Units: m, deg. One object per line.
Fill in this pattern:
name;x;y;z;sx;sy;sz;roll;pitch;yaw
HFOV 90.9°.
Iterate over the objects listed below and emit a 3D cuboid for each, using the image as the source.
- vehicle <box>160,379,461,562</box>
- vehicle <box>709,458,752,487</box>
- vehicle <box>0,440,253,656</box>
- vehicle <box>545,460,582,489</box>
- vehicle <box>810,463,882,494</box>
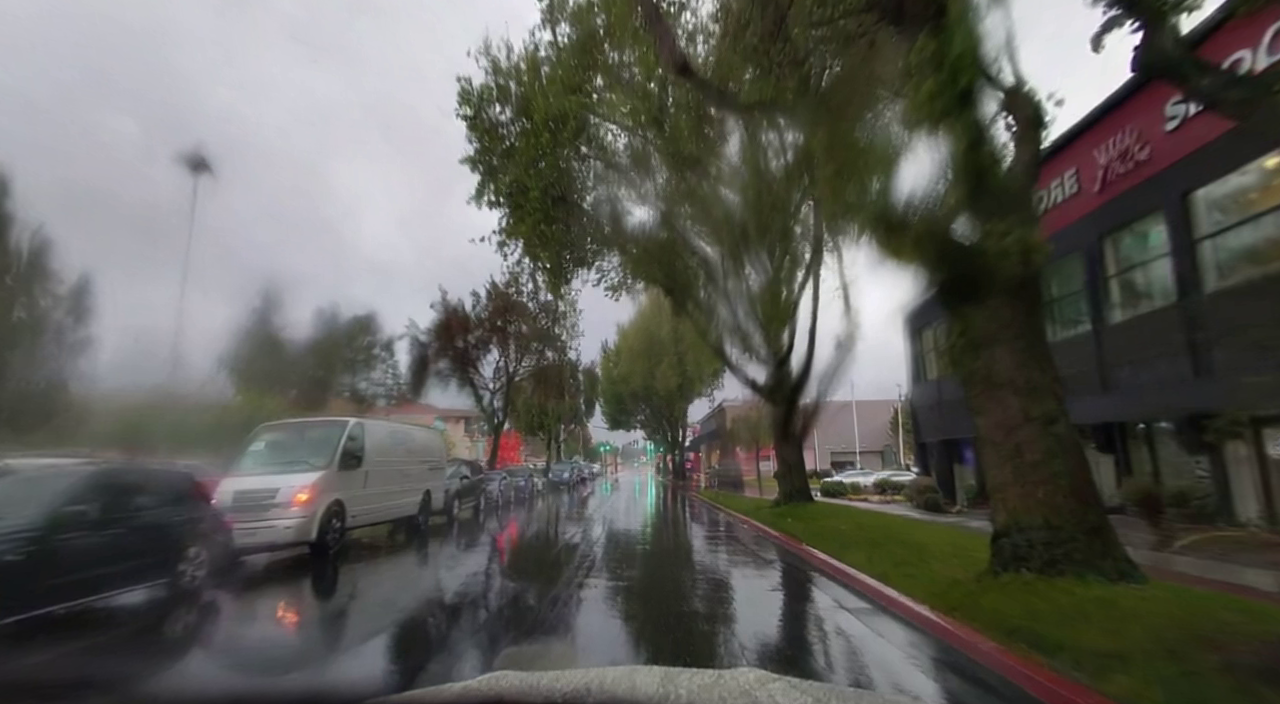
vehicle;-5.622;2.218;12.057;2.526;2.655;5.480;0;-11;2
vehicle;5.883;7.957;41.714;2.054;1.779;4.650;1;-11;-1
vehicle;-5.807;1.639;5.627;1.843;1.624;4.372;0;-11;0
vehicle;-5.704;9.175;47.399;2.196;2.001;5.548;1;-11;-2
vehicle;10.447;6.485;32.388;1.926;1.469;4.654;1;-11;-3
